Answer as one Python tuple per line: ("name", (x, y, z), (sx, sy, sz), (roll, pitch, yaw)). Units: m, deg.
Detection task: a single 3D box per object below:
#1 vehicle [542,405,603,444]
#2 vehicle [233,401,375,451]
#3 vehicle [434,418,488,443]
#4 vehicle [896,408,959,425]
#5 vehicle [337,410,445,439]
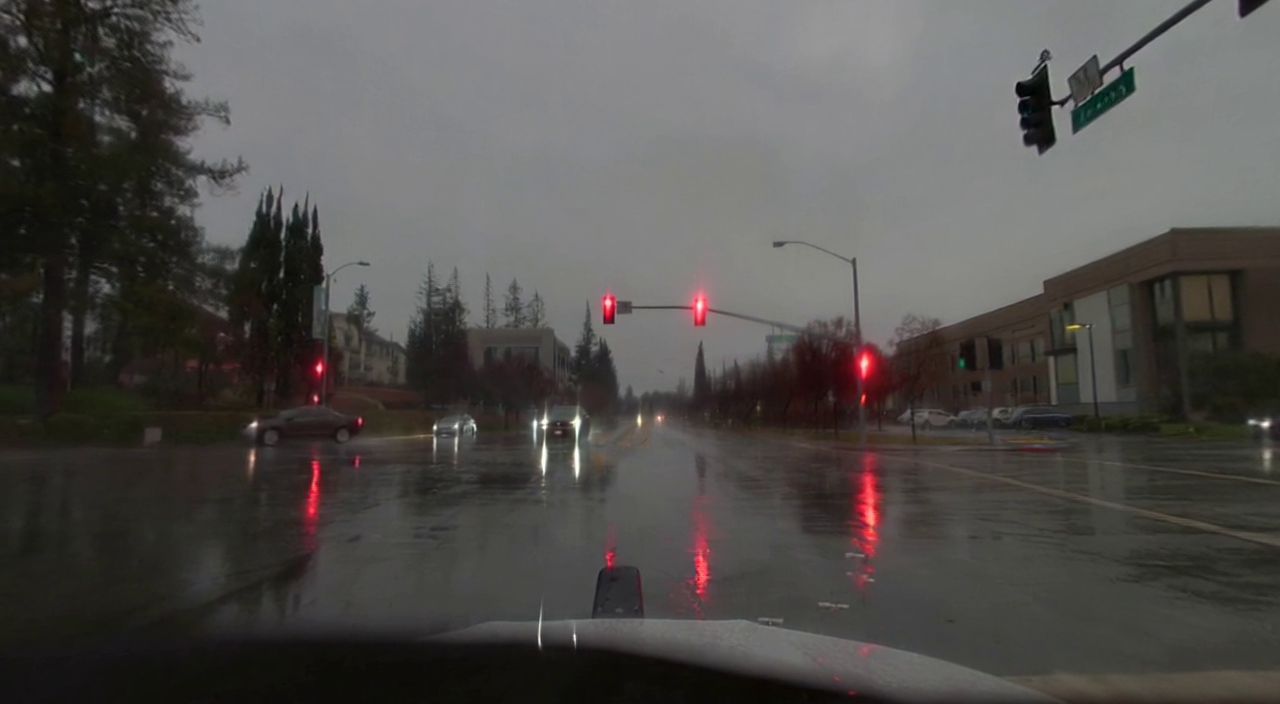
("vehicle", (-3.484, 3.987, 33.896), (2.306, 1.907, 5.382), (-1, -9, 4))
("vehicle", (-14.108, 3.232, 26.938), (2.340, 1.902, 4.920), (-3, -9, 20))
("vehicle", (-11.315, 5.032, 40.213), (1.899, 1.510, 4.294), (-1, -8, 4))
("vehicle", (22.002, 4.938, 48.440), (3.933, 1.219, 1.700), (-1, -9, 3))
("vehicle", (-17.131, 5.094, 43.762), (6.496, 1.847, 2.164), (8, -11, -42))
